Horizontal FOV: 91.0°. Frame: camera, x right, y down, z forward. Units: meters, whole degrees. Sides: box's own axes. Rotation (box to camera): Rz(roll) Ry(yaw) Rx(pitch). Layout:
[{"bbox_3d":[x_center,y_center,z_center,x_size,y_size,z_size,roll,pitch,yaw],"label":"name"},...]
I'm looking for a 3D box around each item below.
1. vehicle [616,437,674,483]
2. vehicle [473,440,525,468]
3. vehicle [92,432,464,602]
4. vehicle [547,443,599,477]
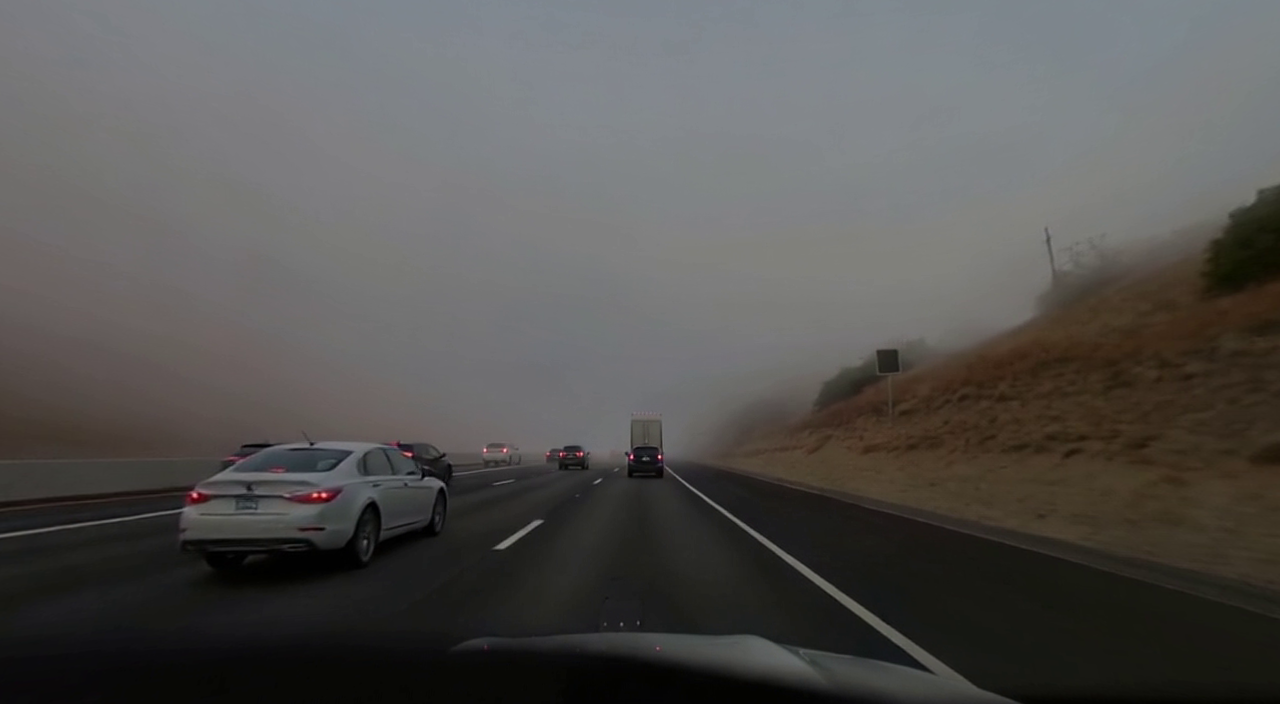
[{"bbox_3d":[0.202,4.612,27.159,2.281,1.795,4.297,1,-8,0],"label":"vehicle"},{"bbox_3d":[-10.798,7.889,48.939,2.421,2.025,6.236,1,-8,2],"label":"vehicle"},{"bbox_3d":[-3.885,1.813,7.962,1.943,1.468,4.547,1,-8,1],"label":"vehicle"},{"bbox_3d":[-3.458,5.693,33.532,2.155,1.661,4.477,1,-8,2],"label":"vehicle"}]
